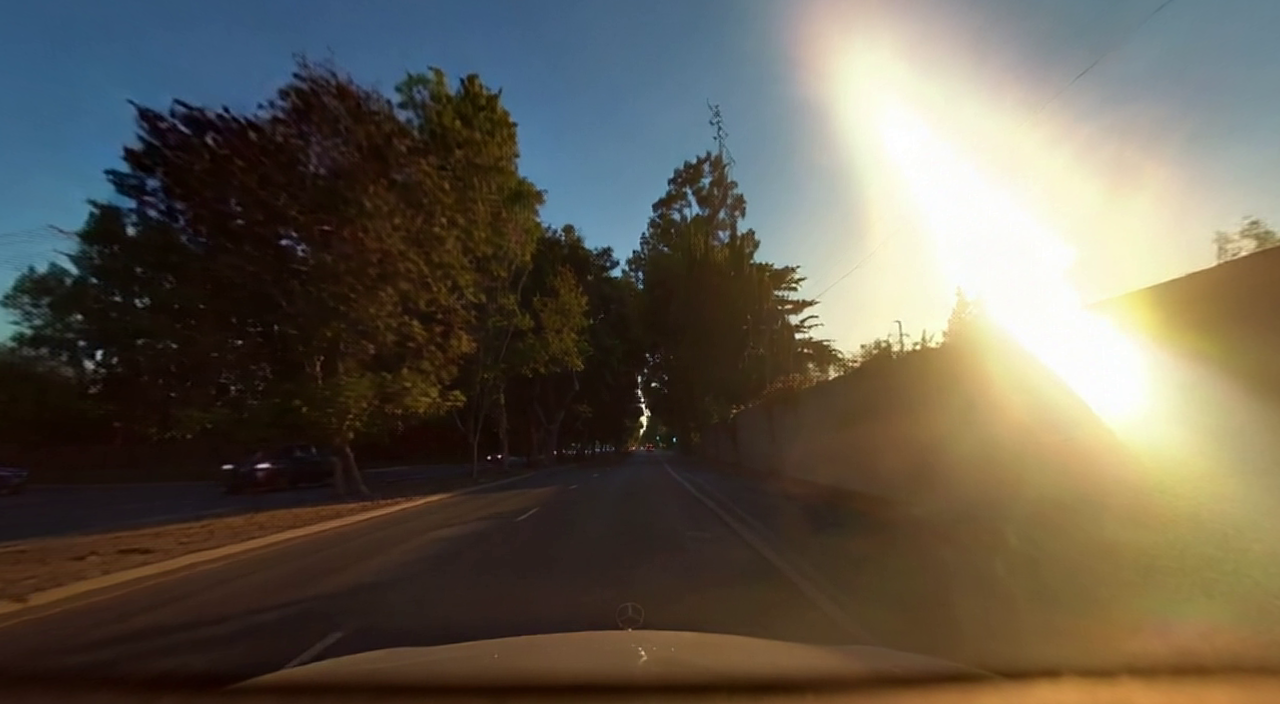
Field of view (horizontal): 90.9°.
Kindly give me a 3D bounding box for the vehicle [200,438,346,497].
[{"bbox_3d":[-14.826,4.685,26.106,2.368,2.104,6.159,0,-8,0],"label":"vehicle"}]
